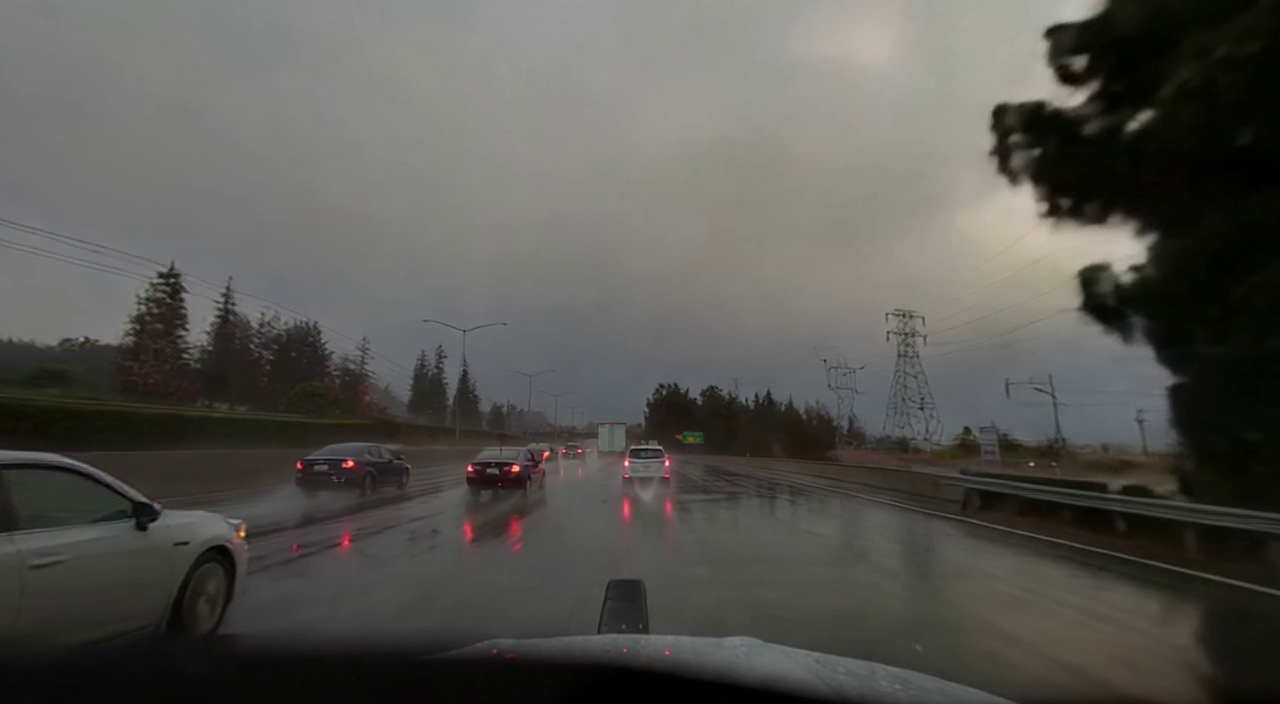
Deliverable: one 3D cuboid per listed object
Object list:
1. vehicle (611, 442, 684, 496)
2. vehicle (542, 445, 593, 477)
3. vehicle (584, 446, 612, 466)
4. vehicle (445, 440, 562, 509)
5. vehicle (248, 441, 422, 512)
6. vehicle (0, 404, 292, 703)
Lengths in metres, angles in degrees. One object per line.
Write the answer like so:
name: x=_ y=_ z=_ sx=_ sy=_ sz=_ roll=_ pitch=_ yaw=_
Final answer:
vehicle: x=0.180 y=3.608 z=19.905 sx=2.018 sy=1.470 sz=4.491 roll=0 pitch=-9 yaw=-1
vehicle: x=-3.452 y=5.256 z=30.644 sx=2.013 sy=1.437 sz=3.801 roll=0 pitch=-9 yaw=0
vehicle: x=-3.115 y=7.846 z=47.680 sx=1.840 sy=1.439 sz=3.687 roll=0 pitch=-9 yaw=0
vehicle: x=-3.199 y=2.947 z=15.653 sx=1.912 sy=1.464 sz=4.115 roll=0 pitch=-9 yaw=1
vehicle: x=-7.084 y=2.906 z=15.283 sx=1.867 sy=1.445 sz=4.499 roll=0 pitch=-9 yaw=2
vehicle: x=-3.667 y=0.976 z=2.642 sx=1.883 sy=1.500 sz=4.373 roll=0 pitch=-9 yaw=1
